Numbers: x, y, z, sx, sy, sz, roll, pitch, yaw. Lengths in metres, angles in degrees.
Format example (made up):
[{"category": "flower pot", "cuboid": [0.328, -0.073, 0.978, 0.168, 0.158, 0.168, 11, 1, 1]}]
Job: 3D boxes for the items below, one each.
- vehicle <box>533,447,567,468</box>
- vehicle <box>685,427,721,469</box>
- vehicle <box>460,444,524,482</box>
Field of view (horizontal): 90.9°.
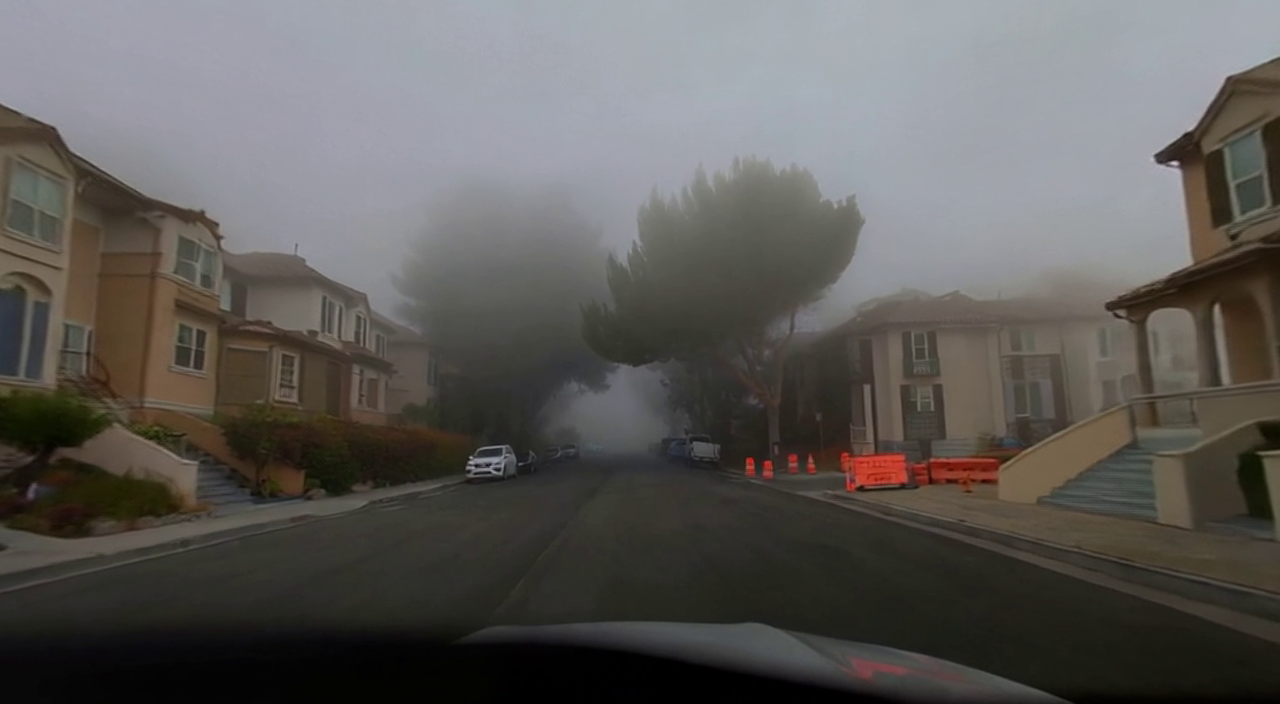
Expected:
[{"category": "vehicle", "cuboid": [-6.861, 8.077, 48.543, 1.974, 1.479, 4.607, 0, -9, 0]}, {"category": "vehicle", "cuboid": [3.920, 6.084, 40.023, 2.082, 2.534, 3.248, -1, -8, 3]}, {"category": "vehicle", "cuboid": [-6.724, 5.078, 29.187, 1.957, 1.608, 4.476, 0, -9, -1]}]
